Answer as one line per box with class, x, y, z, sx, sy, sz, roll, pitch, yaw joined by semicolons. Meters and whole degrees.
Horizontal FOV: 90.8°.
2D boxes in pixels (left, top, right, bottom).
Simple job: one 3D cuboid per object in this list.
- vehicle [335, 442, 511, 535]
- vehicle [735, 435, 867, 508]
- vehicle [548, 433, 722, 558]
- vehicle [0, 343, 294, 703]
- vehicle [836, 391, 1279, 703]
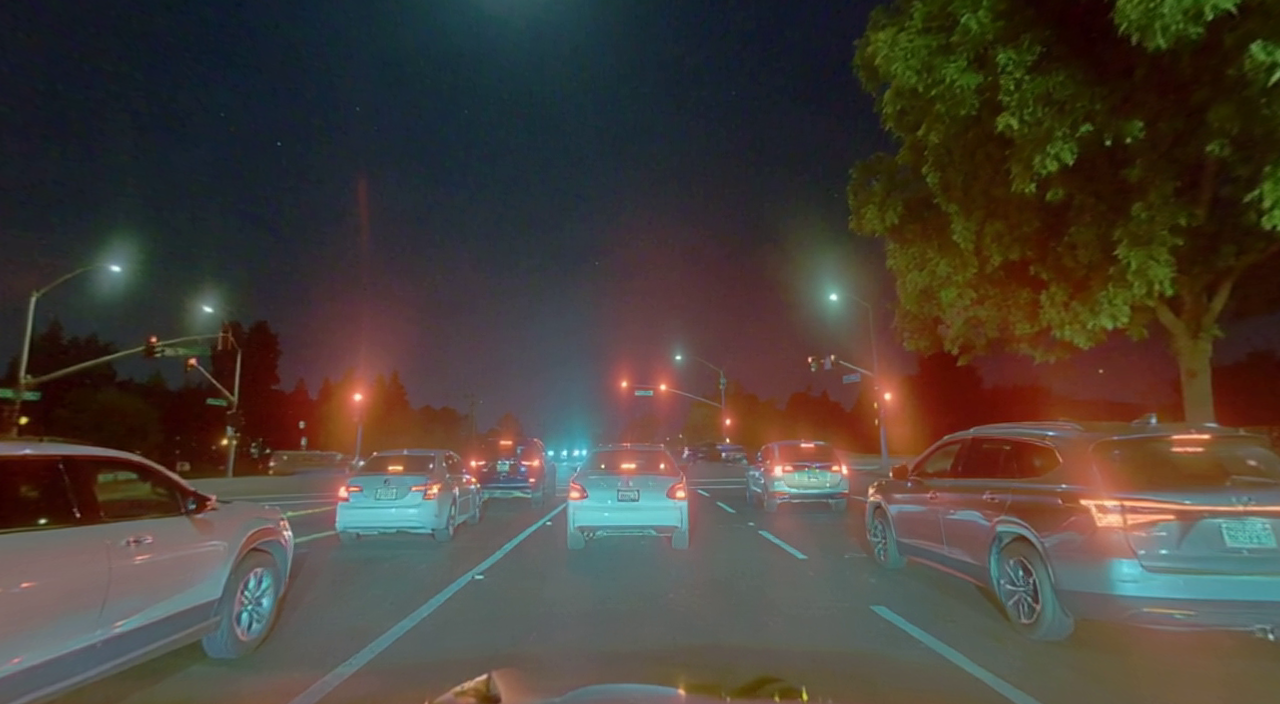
vehicle;-3.917;2.502;12.333;1.919;1.459;4.371;0;-8;-1
vehicle;3.651;2.783;15.244;1.922;1.472;4.440;0;-8;-1
vehicle;-0.074;2.008;9.583;2.061;1.470;3.970;0;-8;0
vehicle;-3.662;0.846;2.539;2.047;1.764;4.369;0;-8;0
vehicle;3.391;1.310;5.414;1.933;1.564;4.600;0;-8;0
